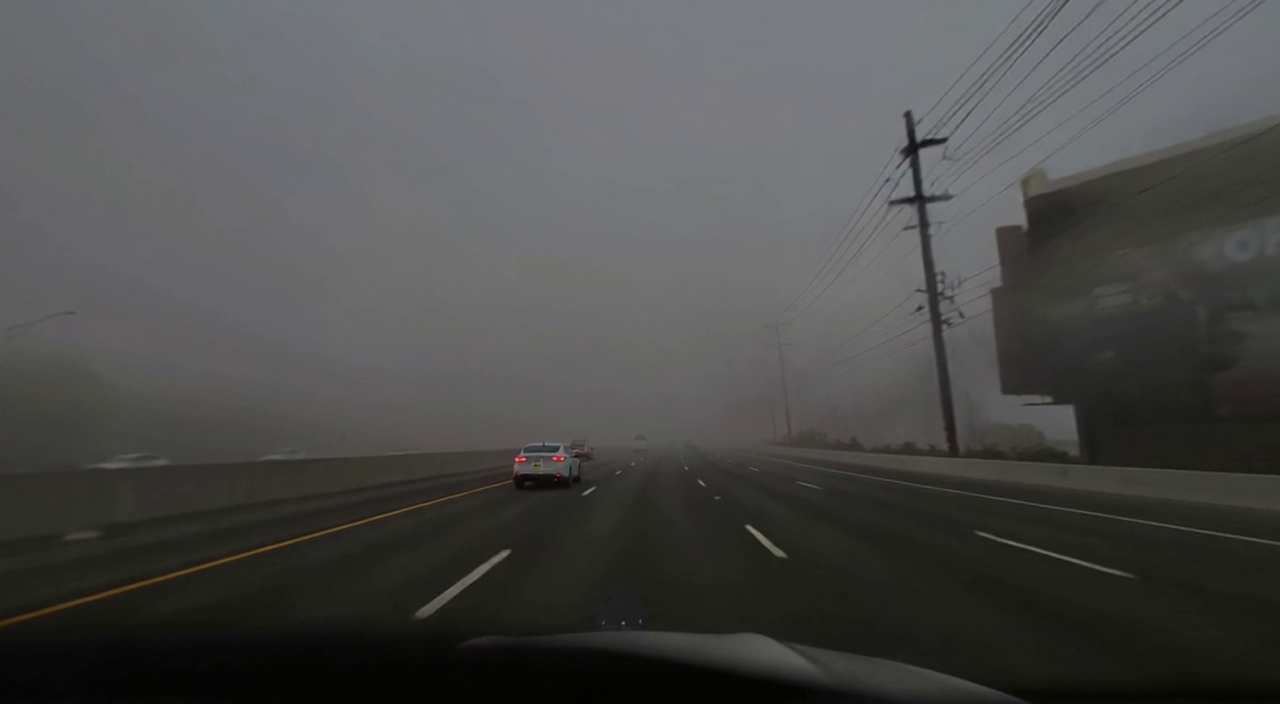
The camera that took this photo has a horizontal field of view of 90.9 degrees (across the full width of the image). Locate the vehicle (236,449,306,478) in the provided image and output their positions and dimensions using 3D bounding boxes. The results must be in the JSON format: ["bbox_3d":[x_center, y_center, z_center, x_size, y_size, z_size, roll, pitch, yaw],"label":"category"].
[{"bbox_3d":[-19.140,5.754,32.828,1.472,1.365,3.348,-1,-8,3],"label":"vehicle"}]

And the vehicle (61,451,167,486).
[{"bbox_3d":[-23.033,5.096,27.804,1.605,1.392,3.428,0,-8,2],"label":"vehicle"}]

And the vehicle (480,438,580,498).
[{"bbox_3d":[-2.838,3.093,17.210,1.891,1.444,3.968,0,-8,2],"label":"vehicle"}]
